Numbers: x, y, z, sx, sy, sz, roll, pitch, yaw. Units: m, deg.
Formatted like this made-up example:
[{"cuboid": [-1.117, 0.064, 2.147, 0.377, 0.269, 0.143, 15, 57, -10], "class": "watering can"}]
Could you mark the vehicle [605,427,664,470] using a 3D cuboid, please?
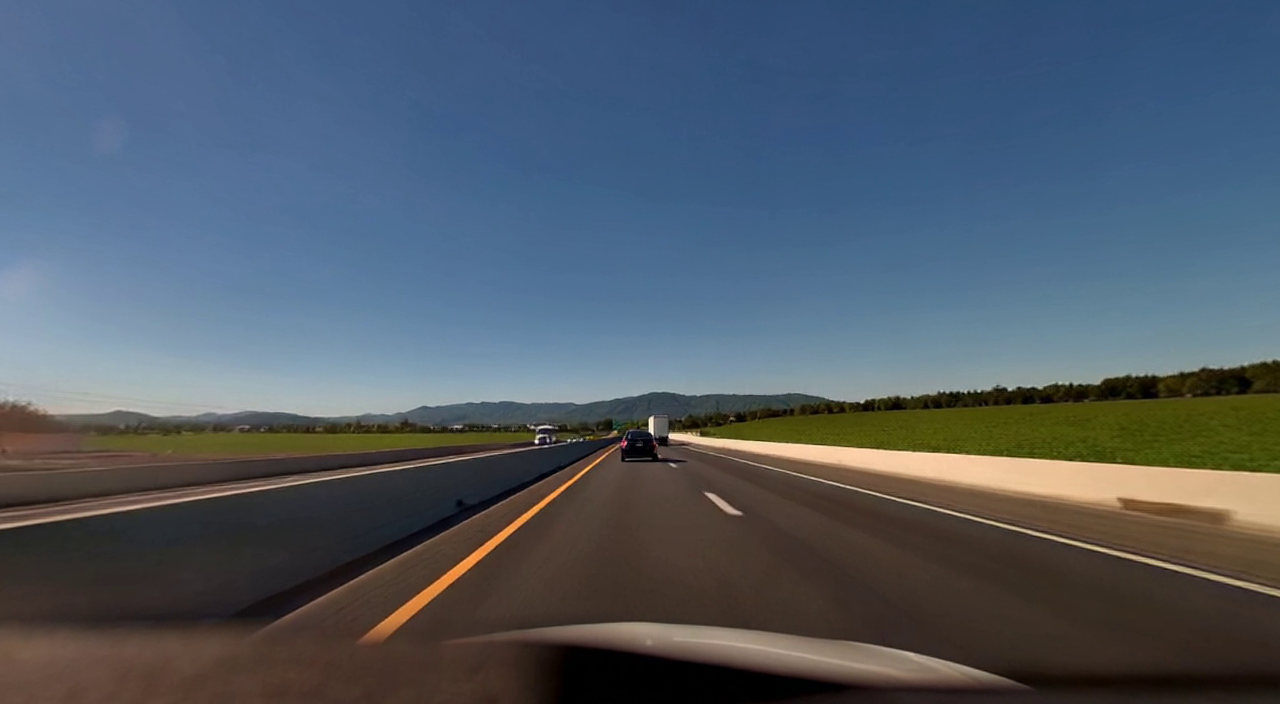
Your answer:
[{"cuboid": [-0.238, 3.925, 25.861, 2.216, 1.623, 4.220, 0, -8, -1], "class": "vehicle"}]
